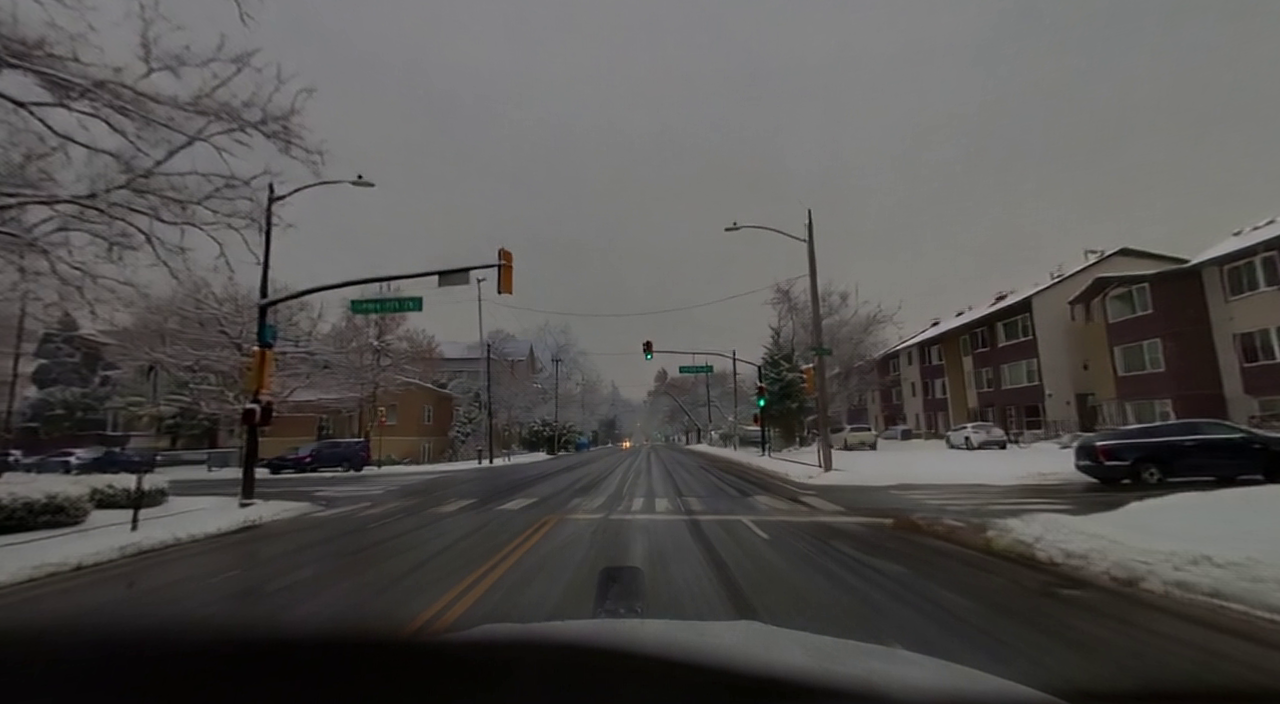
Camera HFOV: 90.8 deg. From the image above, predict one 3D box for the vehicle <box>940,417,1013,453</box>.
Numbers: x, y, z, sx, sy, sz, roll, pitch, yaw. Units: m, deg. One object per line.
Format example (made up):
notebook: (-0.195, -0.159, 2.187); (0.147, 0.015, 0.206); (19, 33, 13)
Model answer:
vehicle: (17.112, 4.297, 32.362); (2.013, 1.722, 4.007); (-2, -9, 9)

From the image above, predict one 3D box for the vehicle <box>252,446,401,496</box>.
vehicle: (-10.226, 3.876, 20.710); (4.135, 1.424, 1.945); (-5, -10, 17)

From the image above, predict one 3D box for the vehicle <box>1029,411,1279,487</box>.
vehicle: (12.762, 2.366, 15.617); (4.908, 1.521, 2.108); (-2, -8, -4)

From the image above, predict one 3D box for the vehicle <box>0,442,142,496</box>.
vehicle: (-22.271, 4.432, 24.008); (4.804, 1.842, 2.171); (-1, -8, -1)

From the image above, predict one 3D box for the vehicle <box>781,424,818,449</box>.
vehicle: (11.497, 6.171, 45.877); (1.950, 1.714, 4.245); (-1, -9, 6)
